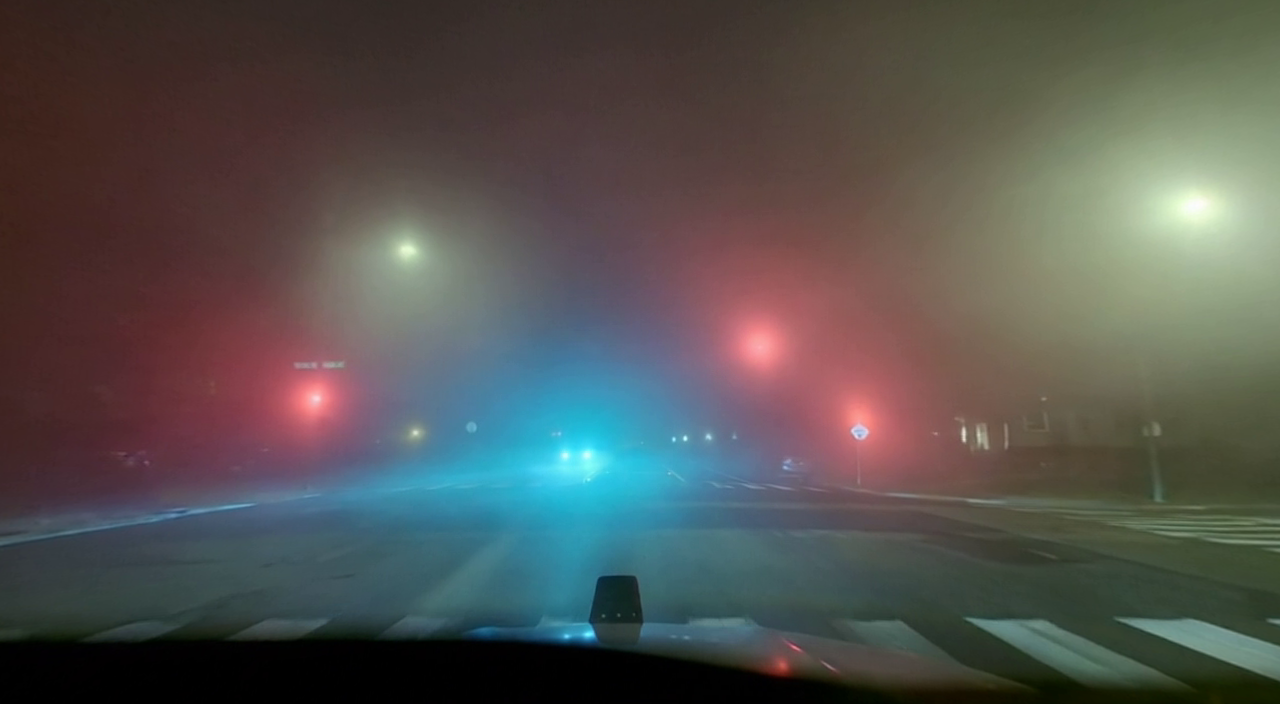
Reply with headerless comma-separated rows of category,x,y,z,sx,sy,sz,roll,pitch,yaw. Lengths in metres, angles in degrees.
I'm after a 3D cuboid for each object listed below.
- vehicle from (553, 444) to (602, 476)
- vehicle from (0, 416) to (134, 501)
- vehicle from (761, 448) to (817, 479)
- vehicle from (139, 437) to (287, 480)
vehicle,-3.028,5.338,31.432,2.014,1.499,3.999,0,-9,0
vehicle,-17.917,3.017,18.070,4.800,2.259,2.303,0,-9,0
vehicle,8.020,6.001,34.432,2.029,1.554,4.705,0,-9,1
vehicle,-17.919,4.492,26.715,4.743,1.734,1.994,0,-9,-1
